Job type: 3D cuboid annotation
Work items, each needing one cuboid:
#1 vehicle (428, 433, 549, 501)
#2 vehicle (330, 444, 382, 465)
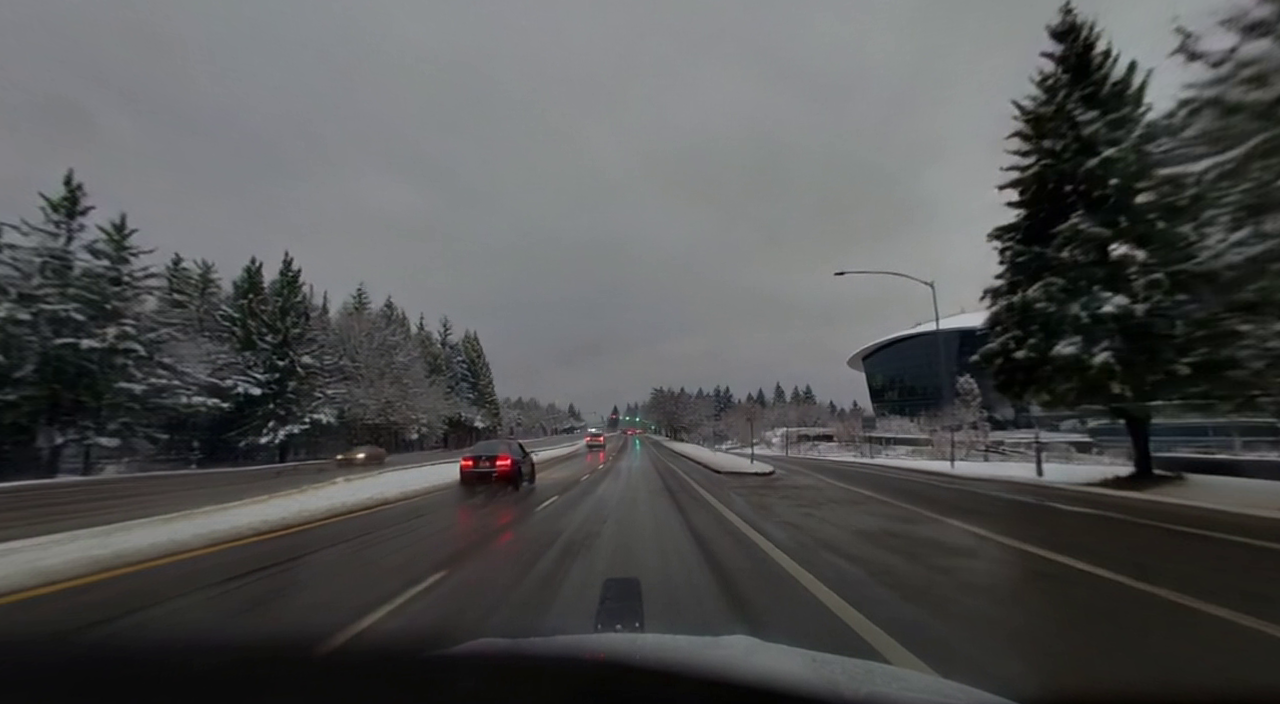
[{"bbox_3d":[-3.747,2.943,16.627,1.984,1.521,4.682,0,-8,1],"label":"vehicle"},{"bbox_3d":[-19.568,7.083,43.684,1.743,1.374,3.875,0,-8,0],"label":"vehicle"}]
